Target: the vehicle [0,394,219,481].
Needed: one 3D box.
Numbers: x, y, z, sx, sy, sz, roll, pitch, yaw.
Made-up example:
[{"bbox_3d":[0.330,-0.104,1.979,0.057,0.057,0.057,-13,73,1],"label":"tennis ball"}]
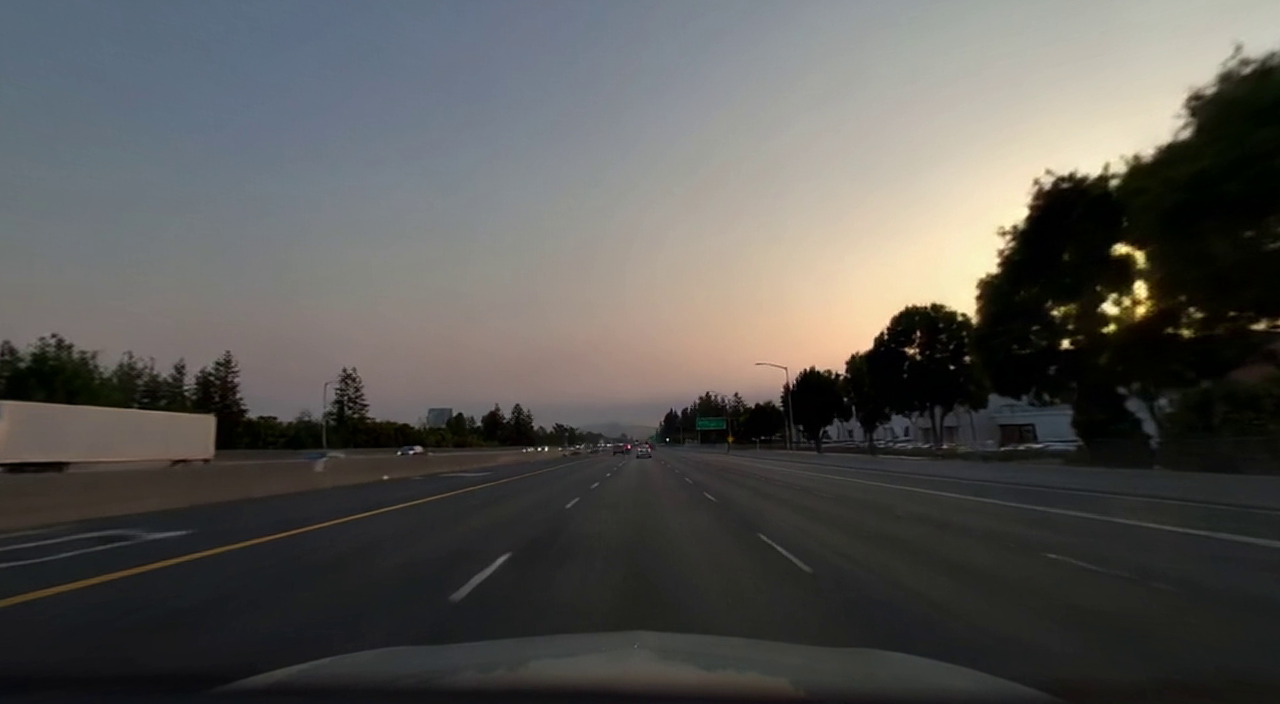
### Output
[{"bbox_3d":[-32.781,5.245,37.837,2.969,4.231,17.183,0,-9,1],"label":"vehicle"}]
